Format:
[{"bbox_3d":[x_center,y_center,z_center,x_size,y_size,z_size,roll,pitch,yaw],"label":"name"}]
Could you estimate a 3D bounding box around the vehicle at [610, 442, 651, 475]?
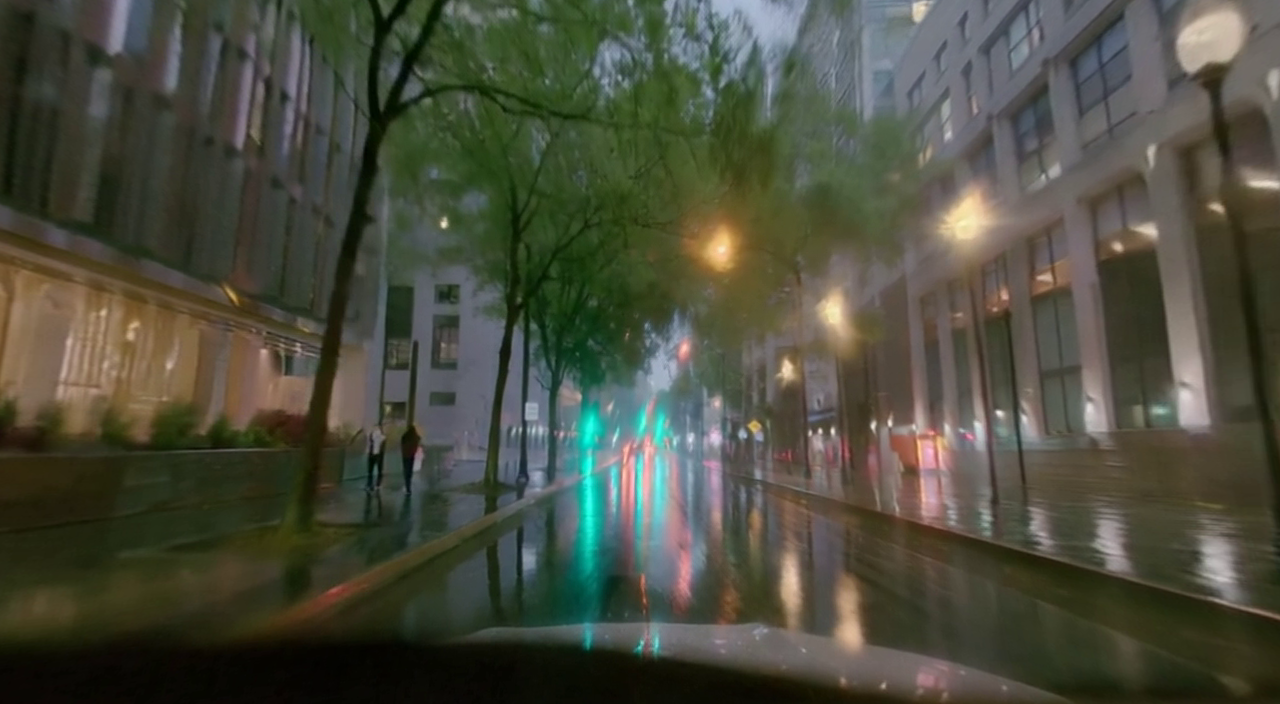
[{"bbox_3d":[-0.523,5.690,33.969,2.079,1.621,3.861,0,-8,-1],"label":"vehicle"}]
